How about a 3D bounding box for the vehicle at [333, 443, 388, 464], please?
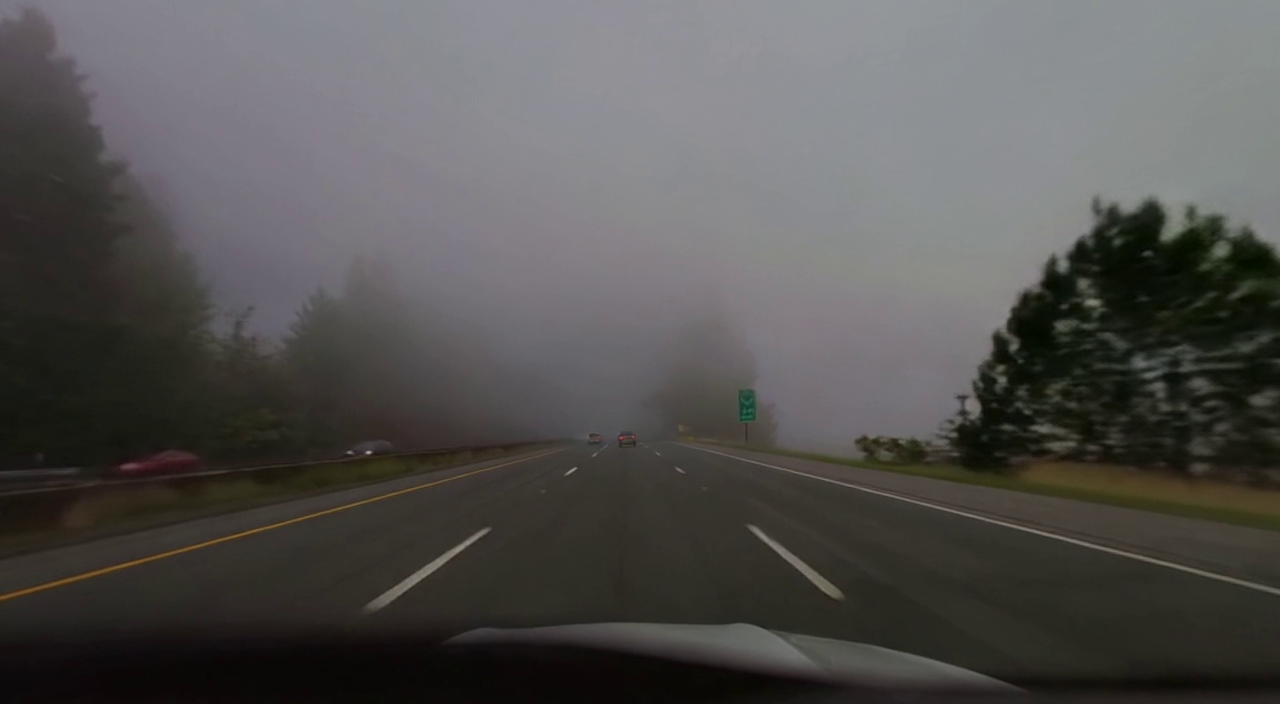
[{"bbox_3d":[-21.056,7.654,47.654,1.857,1.373,5.627,0,-7,-3],"label":"vehicle"}]
